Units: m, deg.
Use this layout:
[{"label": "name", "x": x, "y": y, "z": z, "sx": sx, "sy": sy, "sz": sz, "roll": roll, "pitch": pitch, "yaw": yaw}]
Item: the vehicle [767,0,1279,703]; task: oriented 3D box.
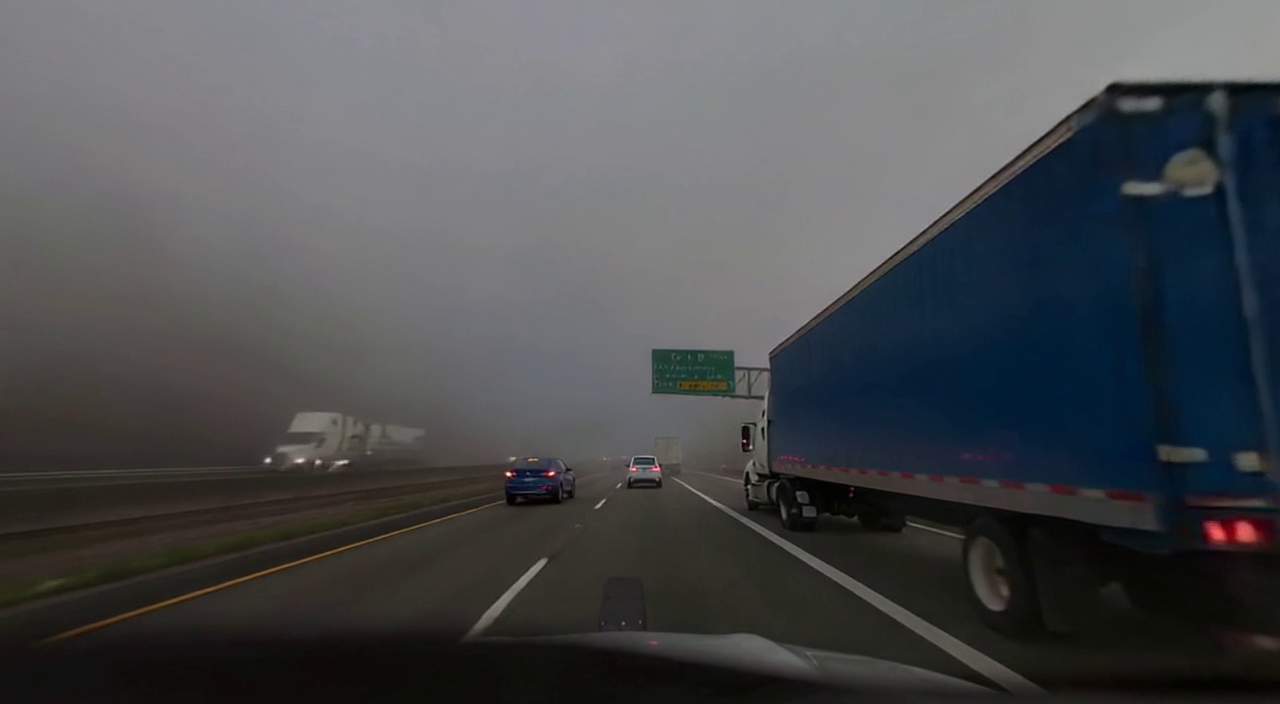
[{"label": "vehicle", "x": 4.759, "y": 1.021, "z": 9.789, "sx": 2.877, "sy": 4.035, "sz": 13.897, "roll": 0, "pitch": -9, "yaw": 1}]

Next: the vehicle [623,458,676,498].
[{"label": "vehicle", "x": 0.374, "y": 5.256, "z": 26.650, "sx": 2.089, "sy": 1.516, "sz": 4.191, "roll": 0, "pitch": -9, "yaw": 0}]

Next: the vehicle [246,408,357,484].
[{"label": "vehicle", "x": -19.597, "y": 5.526, "z": 37.004, "sx": 3.015, "sy": 4.041, "sz": 5.879, "roll": 0, "pitch": -9, "yaw": 0}]

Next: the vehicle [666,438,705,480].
[{"label": "vehicle", "x": 3.582, "y": 8.227, "z": 48.397, "sx": 2.650, "sy": 2.978, "sz": 6.937, "roll": -1, "pitch": -10, "yaw": 6}]

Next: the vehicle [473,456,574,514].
[{"label": "vehicle", "x": -3.281, "y": 3.846, "z": 18.657, "sx": 2.105, "sy": 1.467, "sz": 4.099, "roll": 0, "pitch": -9, "yaw": 1}]
